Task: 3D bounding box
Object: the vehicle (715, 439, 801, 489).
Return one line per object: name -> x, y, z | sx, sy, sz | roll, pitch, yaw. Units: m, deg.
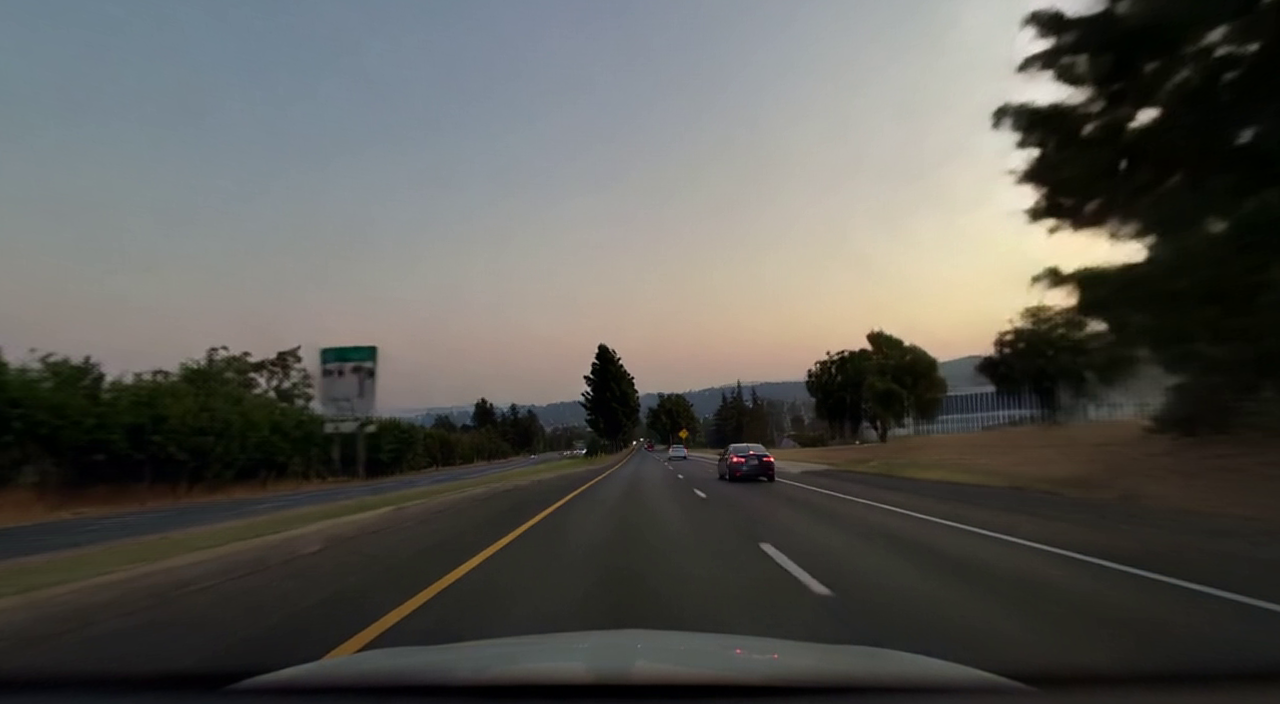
vehicle -> 3.964, 3.838, 21.997 | 2.042, 1.518, 4.477 | 0, -8, -1
